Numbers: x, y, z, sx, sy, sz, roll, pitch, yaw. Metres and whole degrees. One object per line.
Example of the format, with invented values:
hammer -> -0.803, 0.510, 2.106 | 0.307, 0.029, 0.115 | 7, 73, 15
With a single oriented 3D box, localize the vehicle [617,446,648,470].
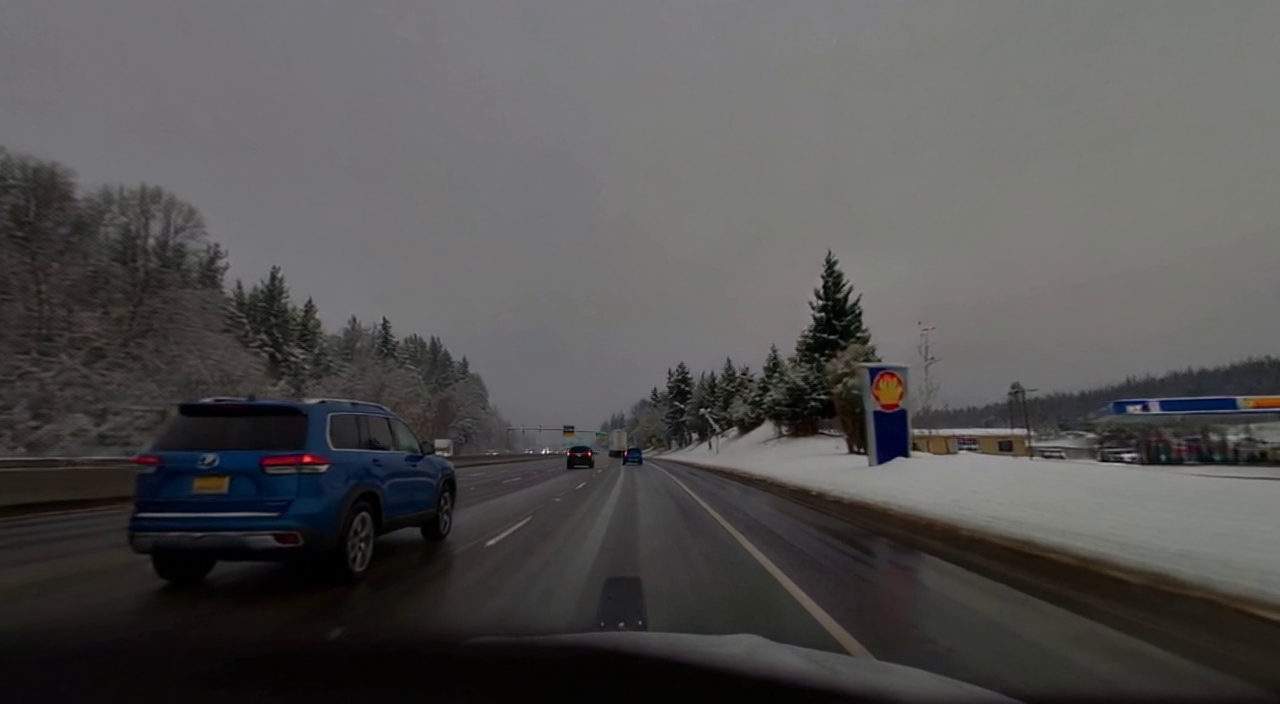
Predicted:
vehicle -> -0.550, 7.415, 44.333 | 1.982, 1.524, 3.800 | 0, -8, -3

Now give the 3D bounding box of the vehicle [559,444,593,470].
vehicle -> -4.931, 8.195, 49.404 | 2.273, 1.884, 4.515 | 0, -8, -1

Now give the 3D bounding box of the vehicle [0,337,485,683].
vehicle -> -3.906, 1.381, 6.934 | 2.694, 2.081, 6.099 | 0, -8, 1
